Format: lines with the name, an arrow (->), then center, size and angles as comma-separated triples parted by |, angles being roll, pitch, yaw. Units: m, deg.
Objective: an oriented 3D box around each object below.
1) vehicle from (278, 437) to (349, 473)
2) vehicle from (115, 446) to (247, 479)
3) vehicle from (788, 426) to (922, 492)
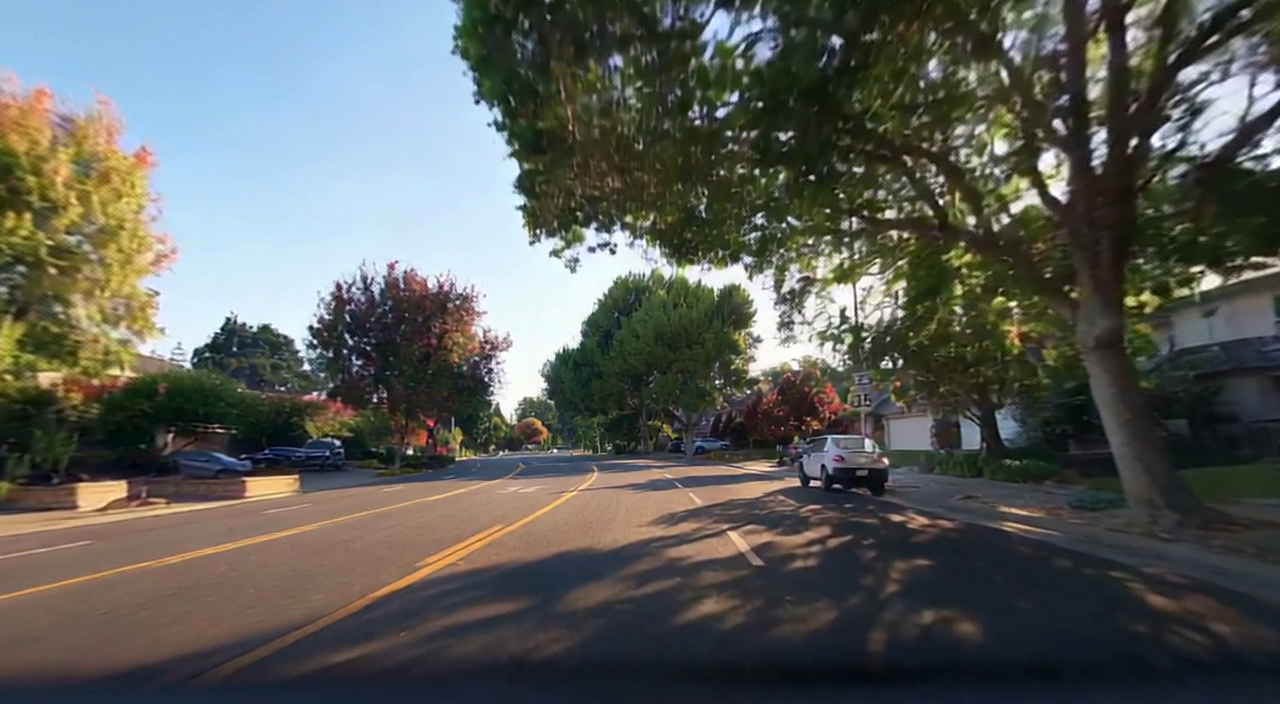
vehicle -> -18.717, 5.915, 36.395 | 2.077, 1.948, 4.705 | 1, -8, -7
vehicle -> -21.293, 5.109, 29.351 | 4.654, 1.442, 2.155 | -1, -8, 7
vehicle -> 6.747, 3.420, 20.492 | 2.315, 1.869, 4.678 | 1, -8, -6
